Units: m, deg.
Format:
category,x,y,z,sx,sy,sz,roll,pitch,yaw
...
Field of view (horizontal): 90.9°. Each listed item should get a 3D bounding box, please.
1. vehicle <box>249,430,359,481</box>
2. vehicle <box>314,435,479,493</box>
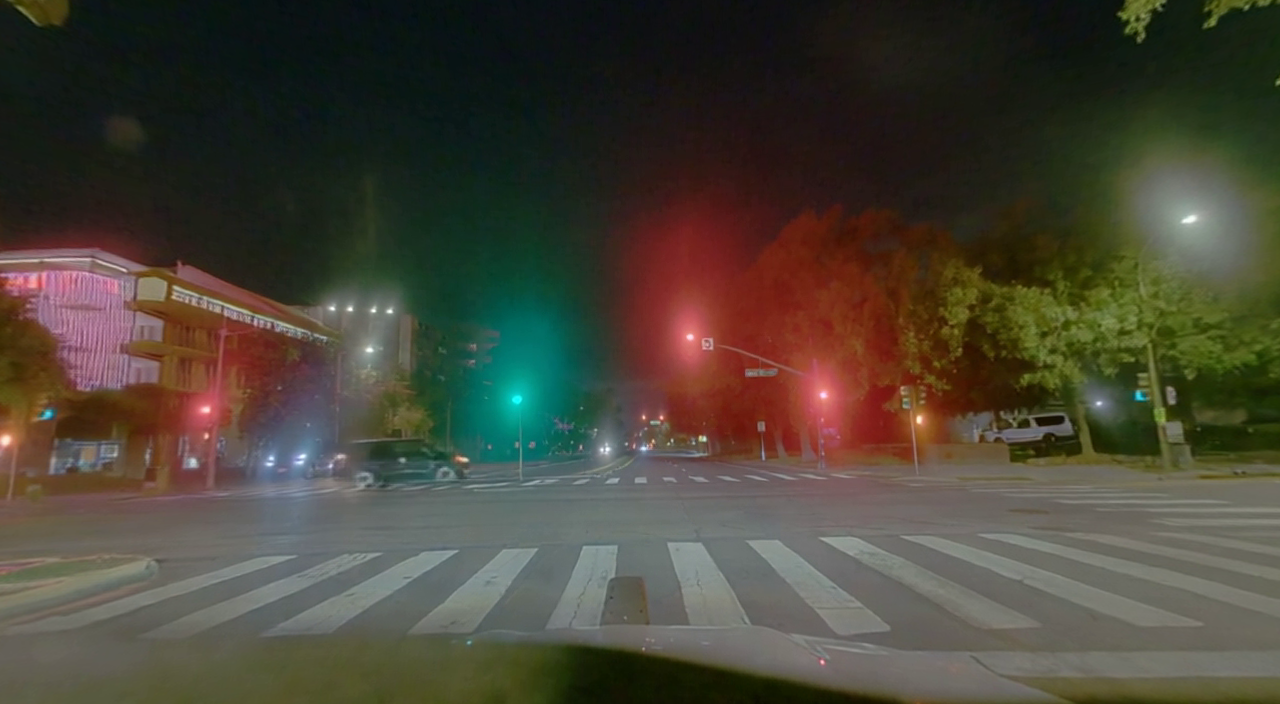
category,x,y,z,sx,sy,sz,roll,pitch,yaw
vehicle,-18.529,5.735,35.237,2.557,2.580,5.856,-1,-8,4
vehicle,-7.878,3.571,20.531,4.569,1.658,2.153,5,-10,-33
